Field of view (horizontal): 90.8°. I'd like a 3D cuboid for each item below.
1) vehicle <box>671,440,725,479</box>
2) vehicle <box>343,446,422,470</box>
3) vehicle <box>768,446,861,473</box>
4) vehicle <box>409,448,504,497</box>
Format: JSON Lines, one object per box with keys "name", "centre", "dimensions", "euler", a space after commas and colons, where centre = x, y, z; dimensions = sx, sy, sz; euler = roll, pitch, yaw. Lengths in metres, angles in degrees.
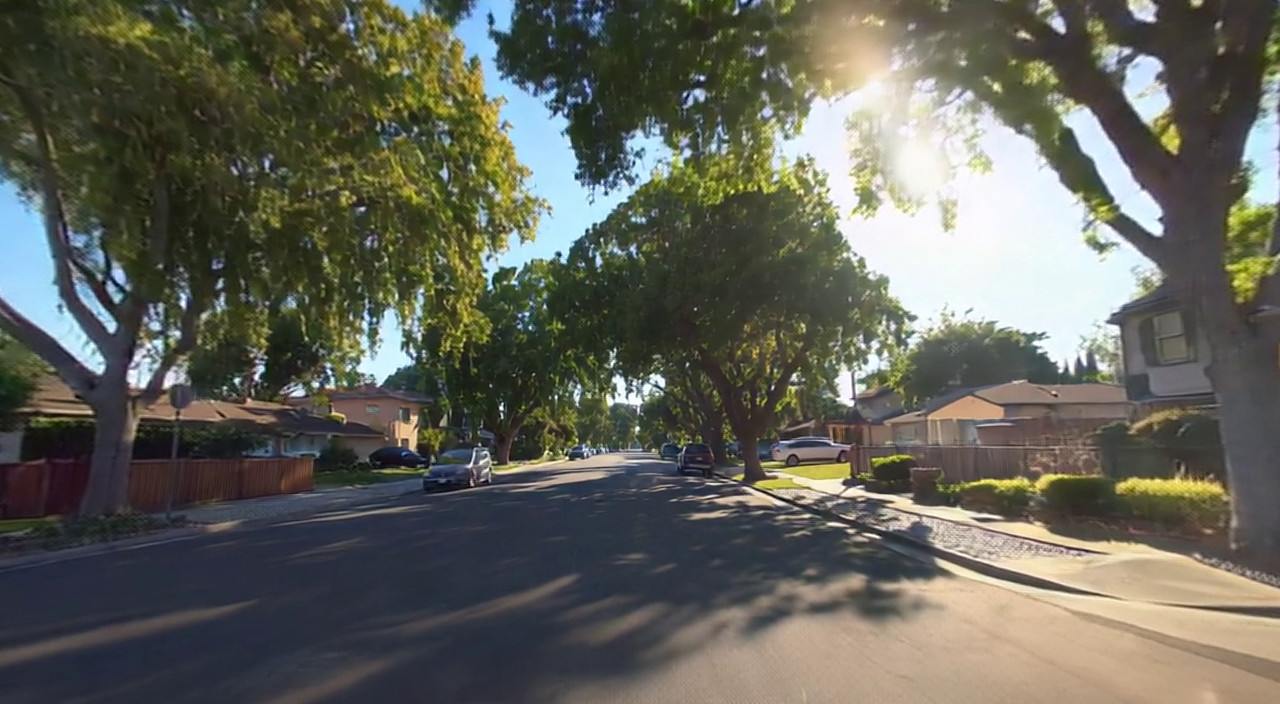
{"name": "vehicle", "centre": [2.952, 5.651, 33.475], "dimensions": [2.241, 1.875, 5.059], "euler": [0, -8, -2]}
{"name": "vehicle", "centre": [-16.487, 6.818, 40.583], "dimensions": [4.276, 1.463, 1.832], "euler": [-1, -9, 6]}
{"name": "vehicle", "centre": [10.131, 6.274, 37.075], "dimensions": [5.041, 1.486, 1.969], "euler": [-1, -9, 9]}
{"name": "vehicle", "centre": [-6.559, 4.315, 23.094], "dimensions": [2.099, 1.399, 4.357], "euler": [-4, -8, 1]}
